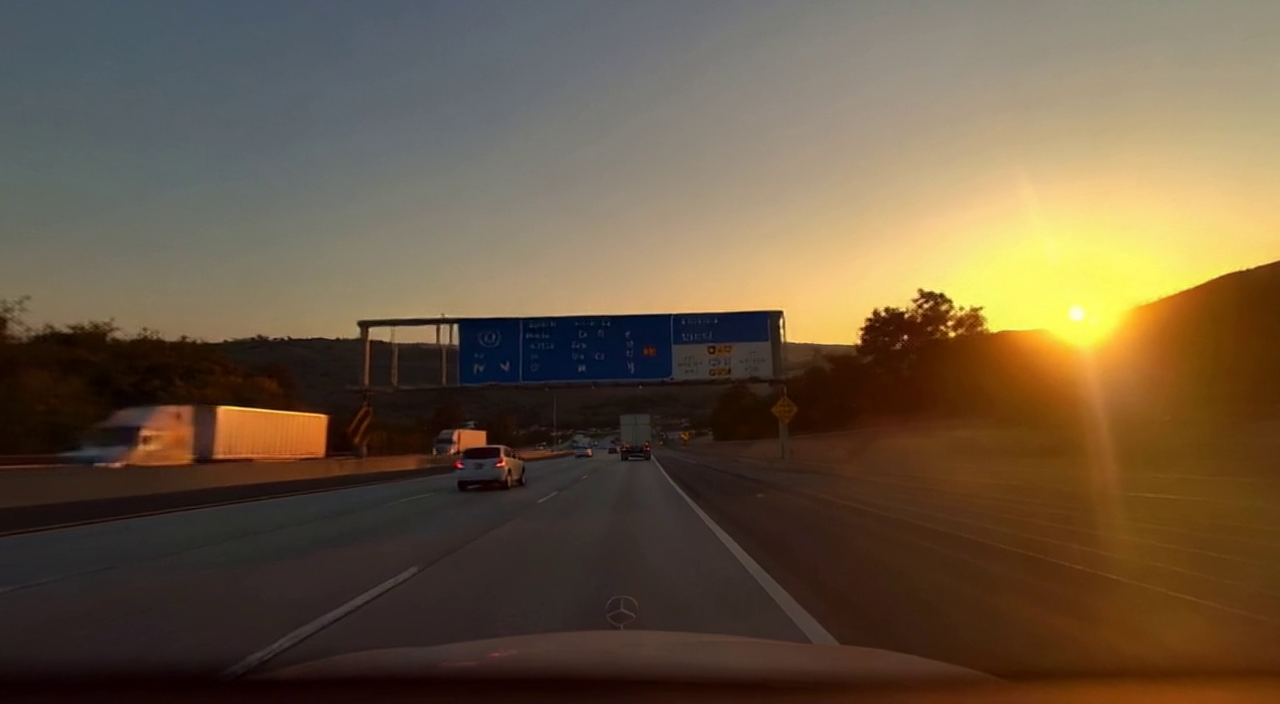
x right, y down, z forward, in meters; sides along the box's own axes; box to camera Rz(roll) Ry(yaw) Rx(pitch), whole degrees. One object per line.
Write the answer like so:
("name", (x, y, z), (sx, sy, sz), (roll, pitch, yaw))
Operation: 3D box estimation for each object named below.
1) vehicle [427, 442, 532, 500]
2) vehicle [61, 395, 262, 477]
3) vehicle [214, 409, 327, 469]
("vehicle", (-4.617, 3.488, 18.769), (2.024, 1.515, 3.907), (0, -9, 1))
("vehicle", (-25.804, 4.791, 35.125), (2.928, 3.848, 10.370), (0, -9, 0))
("vehicle", (-25.688, 6.225, 44.541), (2.893, 3.815, 8.134), (0, -9, 0))
